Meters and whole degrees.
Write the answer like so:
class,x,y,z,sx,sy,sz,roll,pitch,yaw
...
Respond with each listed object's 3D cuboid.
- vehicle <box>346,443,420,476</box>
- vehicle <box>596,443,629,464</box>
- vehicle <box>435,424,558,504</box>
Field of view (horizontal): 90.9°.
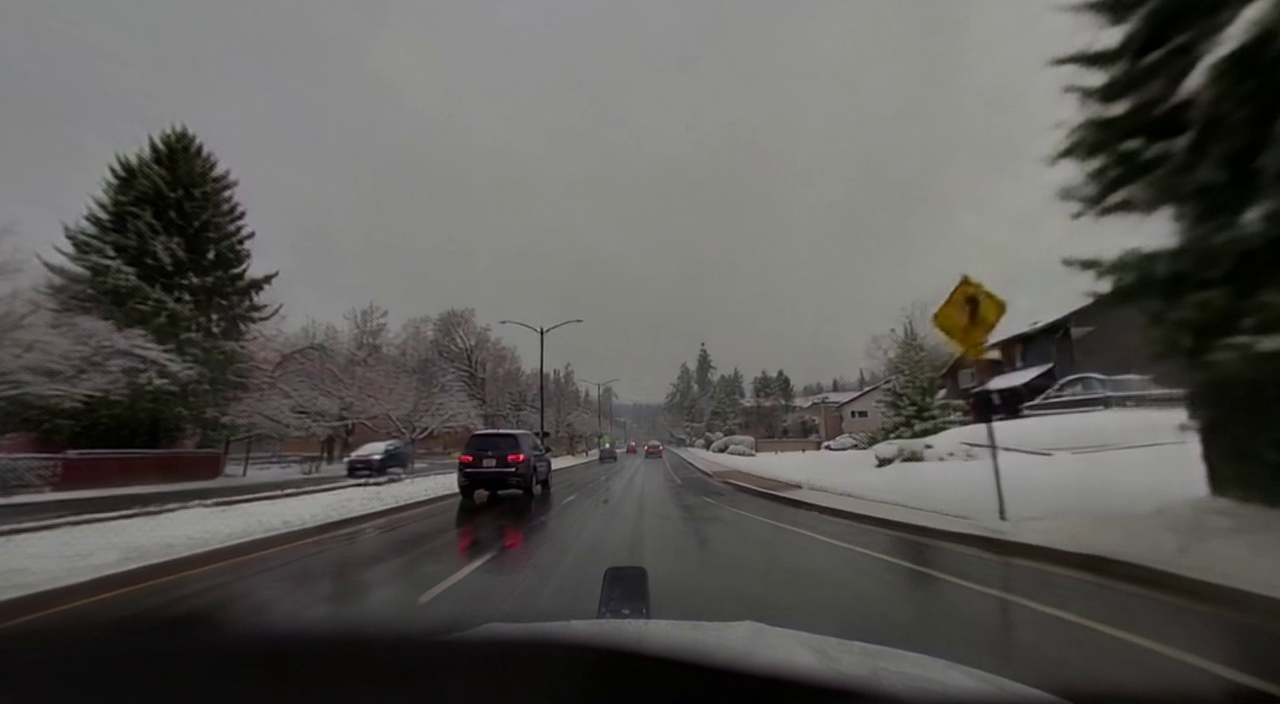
class,x,y,z,sx,sy,sz,roll,pitch,yaw
vehicle,-14.150,5.924,35.056,2.063,1.715,4.650,0,-8,1
vehicle,-2.024,7.746,48.294,2.119,1.494,4.624,0,-8,2
vehicle,-3.503,2.828,16.360,2.073,1.770,4.302,0,-8,2
